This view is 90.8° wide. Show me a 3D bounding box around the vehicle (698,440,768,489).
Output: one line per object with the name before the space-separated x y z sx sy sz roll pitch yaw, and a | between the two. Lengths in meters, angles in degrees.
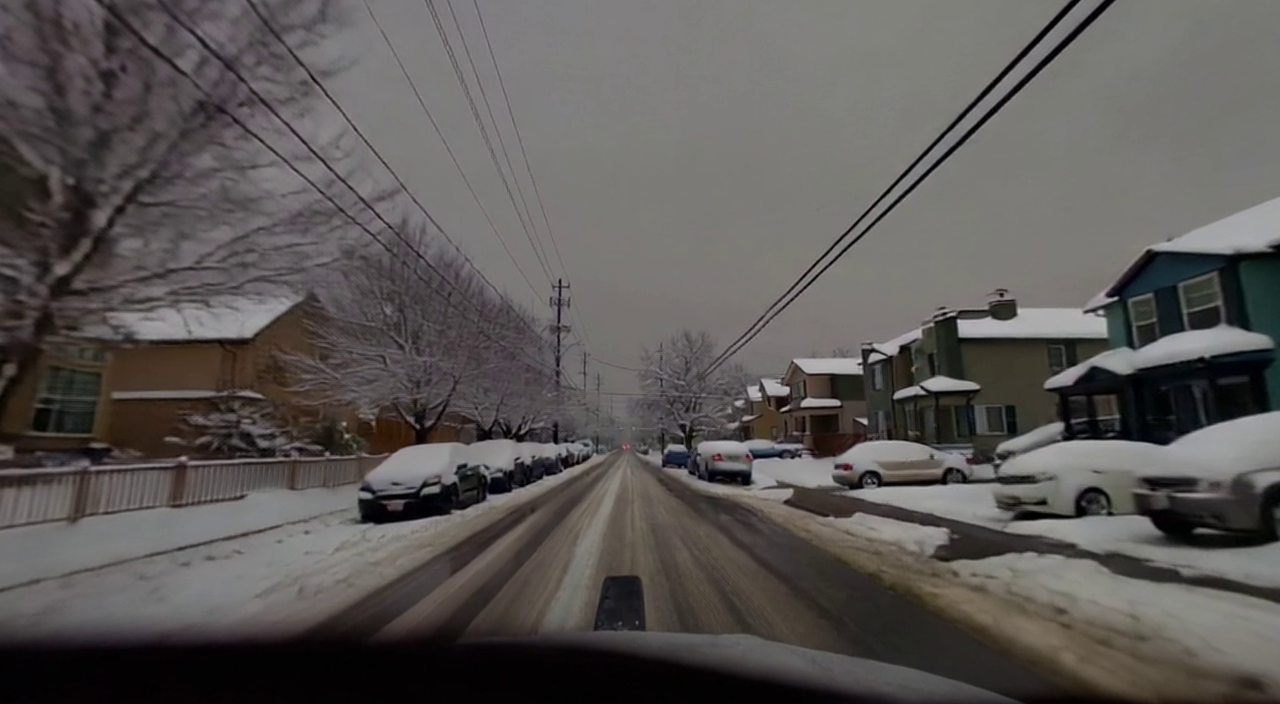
vehicle | 3.250 4.014 22.799 1.916 1.587 3.986 0 -8 0

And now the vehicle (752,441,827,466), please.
vehicle | 9.358 6.383 39.688 4.148 1.516 1.976 0 -8 -2

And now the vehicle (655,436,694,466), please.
vehicle | 2.568 7.526 48.246 2.564 2.155 6.053 0 -8 -1

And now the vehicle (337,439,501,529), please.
vehicle | -4.175 2.528 12.739 1.745 1.490 4.304 0 -8 0

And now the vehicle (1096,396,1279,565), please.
vehicle | 8.827 1.564 8.092 4.512 1.841 1.912 1 -9 -4

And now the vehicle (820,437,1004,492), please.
vehicle | 7.782 3.242 18.441 4.480 1.497 1.884 0 -8 1
